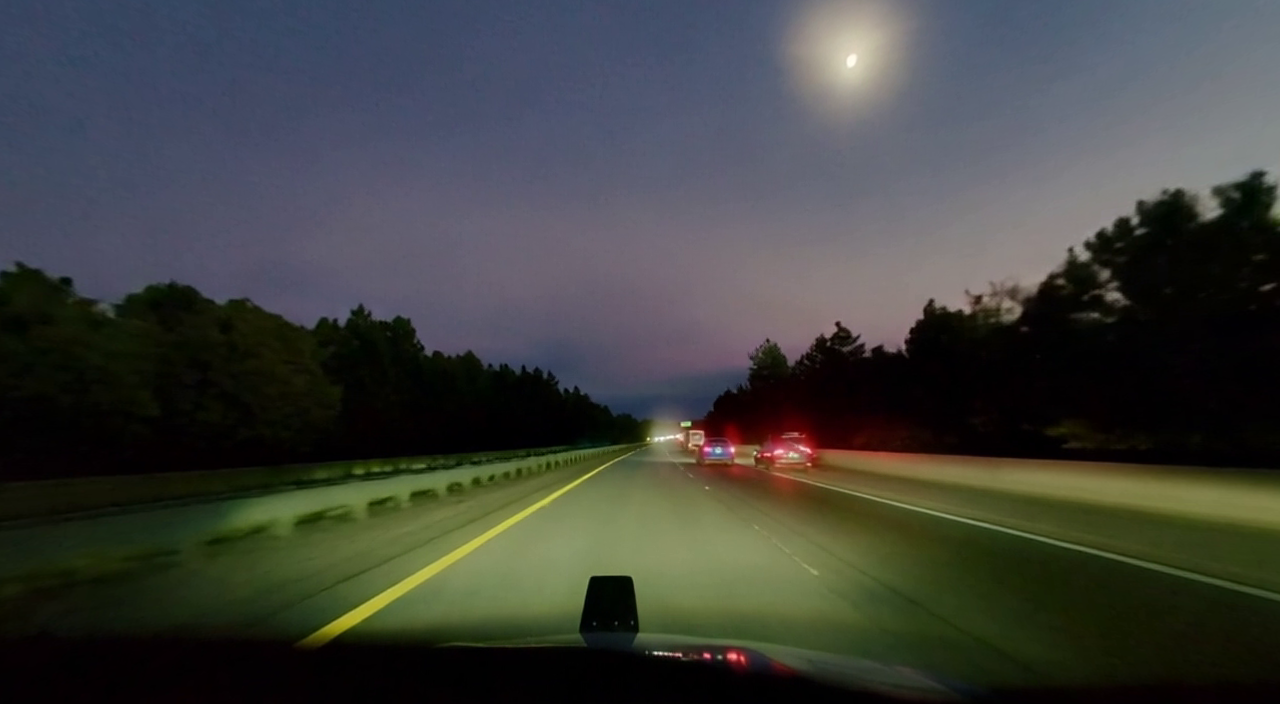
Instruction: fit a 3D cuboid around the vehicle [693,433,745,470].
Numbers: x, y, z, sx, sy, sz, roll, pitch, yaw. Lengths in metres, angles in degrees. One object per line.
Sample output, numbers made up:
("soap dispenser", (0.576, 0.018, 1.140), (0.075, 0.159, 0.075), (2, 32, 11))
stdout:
("vehicle", (3.811, 4.870, 31.094), (2.022, 1.663, 4.245), (0, -8, 0))
